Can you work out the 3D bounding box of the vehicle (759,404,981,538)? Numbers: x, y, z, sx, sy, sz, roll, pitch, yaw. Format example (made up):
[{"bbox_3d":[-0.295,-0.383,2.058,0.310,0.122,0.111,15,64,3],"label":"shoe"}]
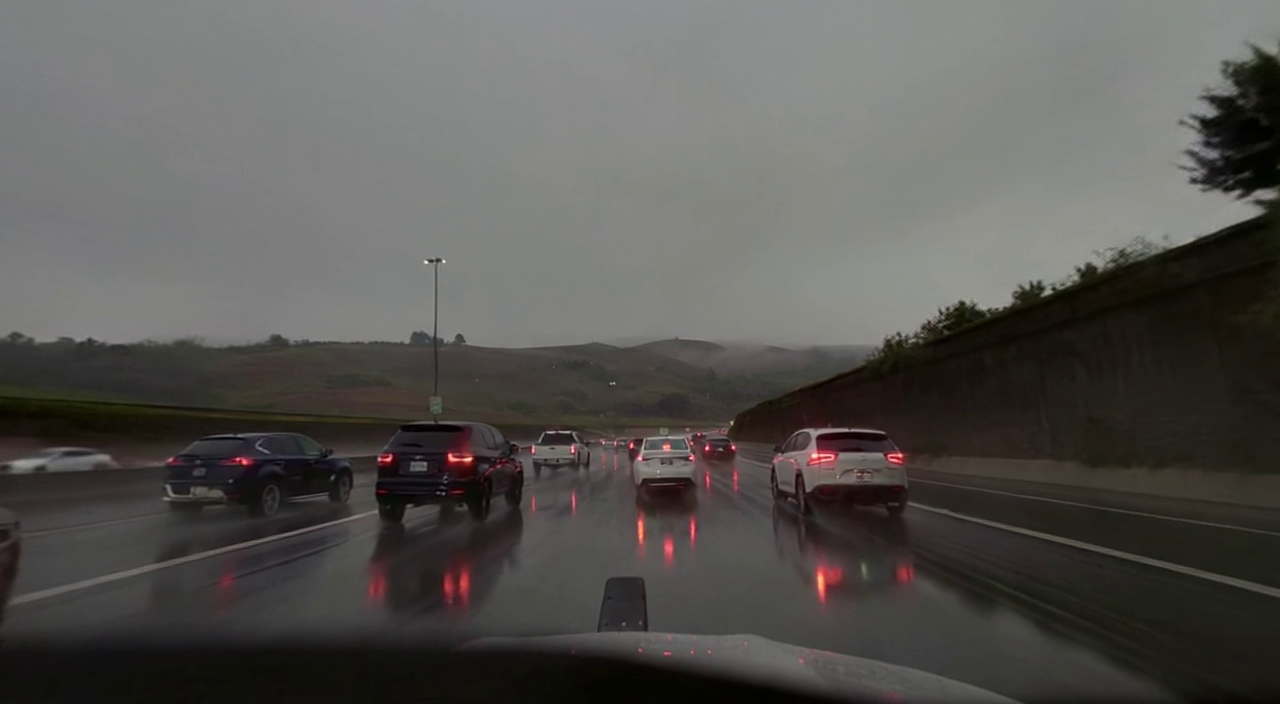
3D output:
[{"bbox_3d":[3.481,1.906,10.688,2.046,1.765,4.534,0,-8,0],"label":"vehicle"}]

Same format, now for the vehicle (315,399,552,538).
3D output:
[{"bbox_3d":[-3.228,1.987,11.440,2.301,1.902,5.374,0,-8,2],"label":"vehicle"}]

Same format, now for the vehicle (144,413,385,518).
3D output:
[{"bbox_3d":[-7.476,2.308,13.347,2.017,1.810,4.782,0,-8,2],"label":"vehicle"}]

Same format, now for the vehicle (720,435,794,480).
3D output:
[{"bbox_3d":[4.157,3.832,23.135,1.930,1.474,4.376,0,-8,1],"label":"vehicle"}]

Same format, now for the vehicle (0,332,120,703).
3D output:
[{"bbox_3d":[-3.604,0.541,0.728,2.179,1.723,4.410,0,-8,1],"label":"vehicle"}]

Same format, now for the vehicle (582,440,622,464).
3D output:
[{"bbox_3d":[-2.272,6.113,38.664,1.973,1.378,3.677,-1,-8,4],"label":"vehicle"}]

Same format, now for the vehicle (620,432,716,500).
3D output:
[{"bbox_3d":[0.651,2.820,16.022,2.105,1.471,4.349,0,-8,1],"label":"vehicle"}]
